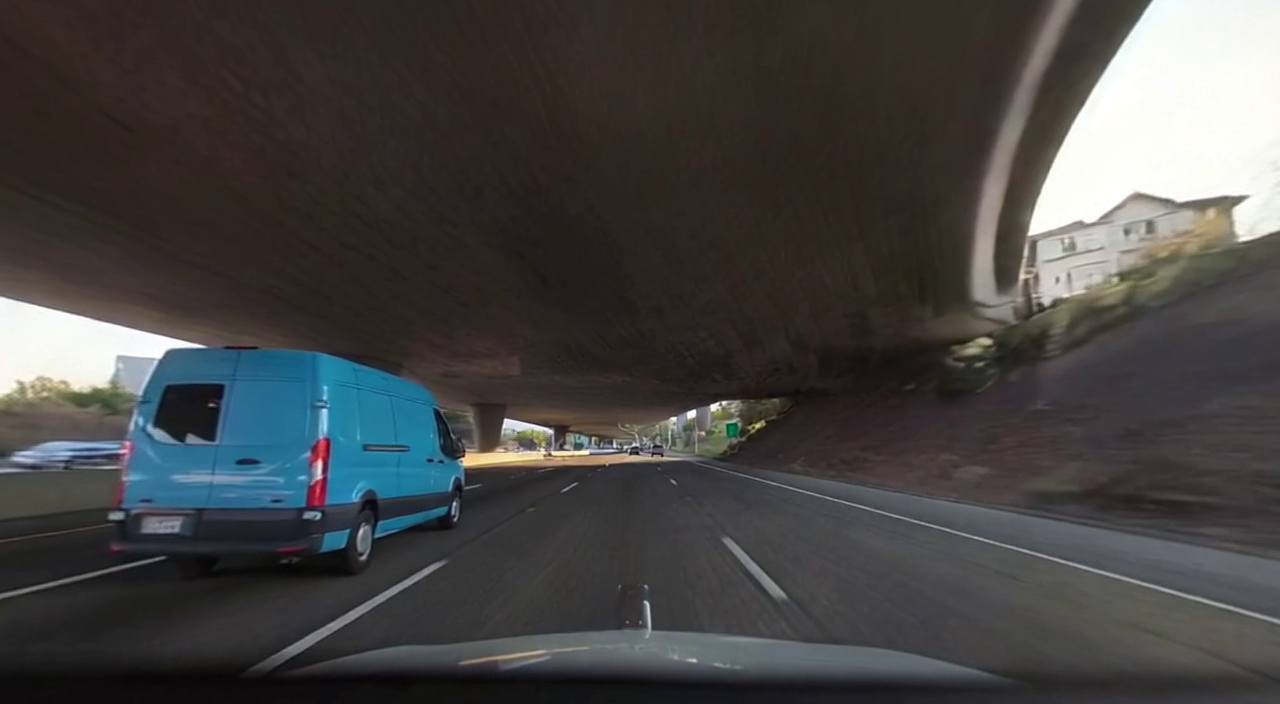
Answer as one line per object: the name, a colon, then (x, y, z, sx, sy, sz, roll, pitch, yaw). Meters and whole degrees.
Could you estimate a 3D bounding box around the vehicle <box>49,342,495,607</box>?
vehicle: (-3.754, 1.430, 8.106, 2.372, 2.248, 5.393, 0, -9, 1)
